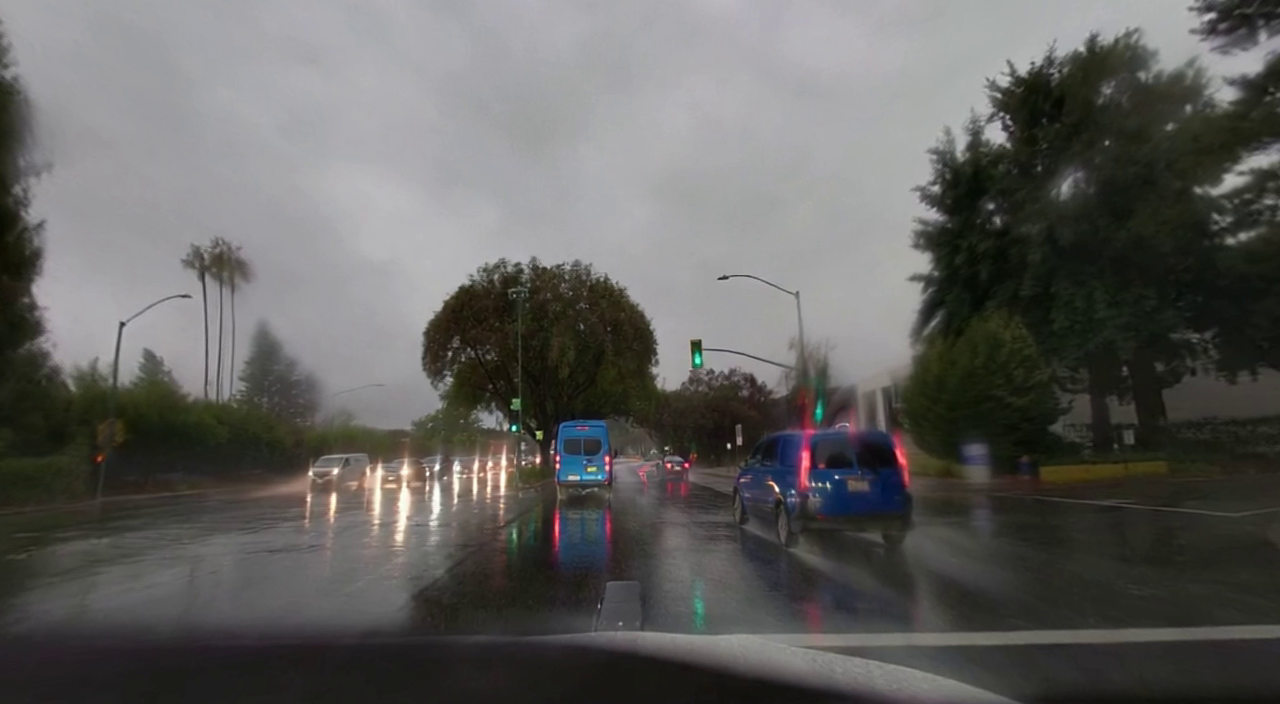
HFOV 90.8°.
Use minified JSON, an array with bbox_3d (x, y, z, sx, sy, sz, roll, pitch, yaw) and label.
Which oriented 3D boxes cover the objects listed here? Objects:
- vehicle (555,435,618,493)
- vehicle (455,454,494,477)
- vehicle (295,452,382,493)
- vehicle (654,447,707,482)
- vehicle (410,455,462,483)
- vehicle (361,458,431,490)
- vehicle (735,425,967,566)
[{"bbox_3d":[-2.035,4.346,24.821,2.228,2.054,4.309,1,-9,-4],"label":"vehicle"},{"bbox_3d":[-12.903,8.840,49.485,1.988,1.689,4.047,0,-9,-1],"label":"vehicle"},{"bbox_3d":[-16.497,6.593,34.999,2.299,2.015,5.743,1,-9,-4],"label":"vehicle"},{"bbox_3d":[2.018,5.791,32.800,2.248,1.692,4.252,1,-9,-4],"label":"vehicle"},{"bbox_3d":[-12.847,7.374,40.052,1.956,1.625,4.123,0,-9,-2],"label":"vehicle"},{"bbox_3d":[-12.659,6.329,33.085,2.128,1.496,4.432,1,-9,-3],"label":"vehicle"},{"bbox_3d":[2.869,2.040,9.739,1.965,1.671,4.146,0,-9,-3],"label":"vehicle"}]
